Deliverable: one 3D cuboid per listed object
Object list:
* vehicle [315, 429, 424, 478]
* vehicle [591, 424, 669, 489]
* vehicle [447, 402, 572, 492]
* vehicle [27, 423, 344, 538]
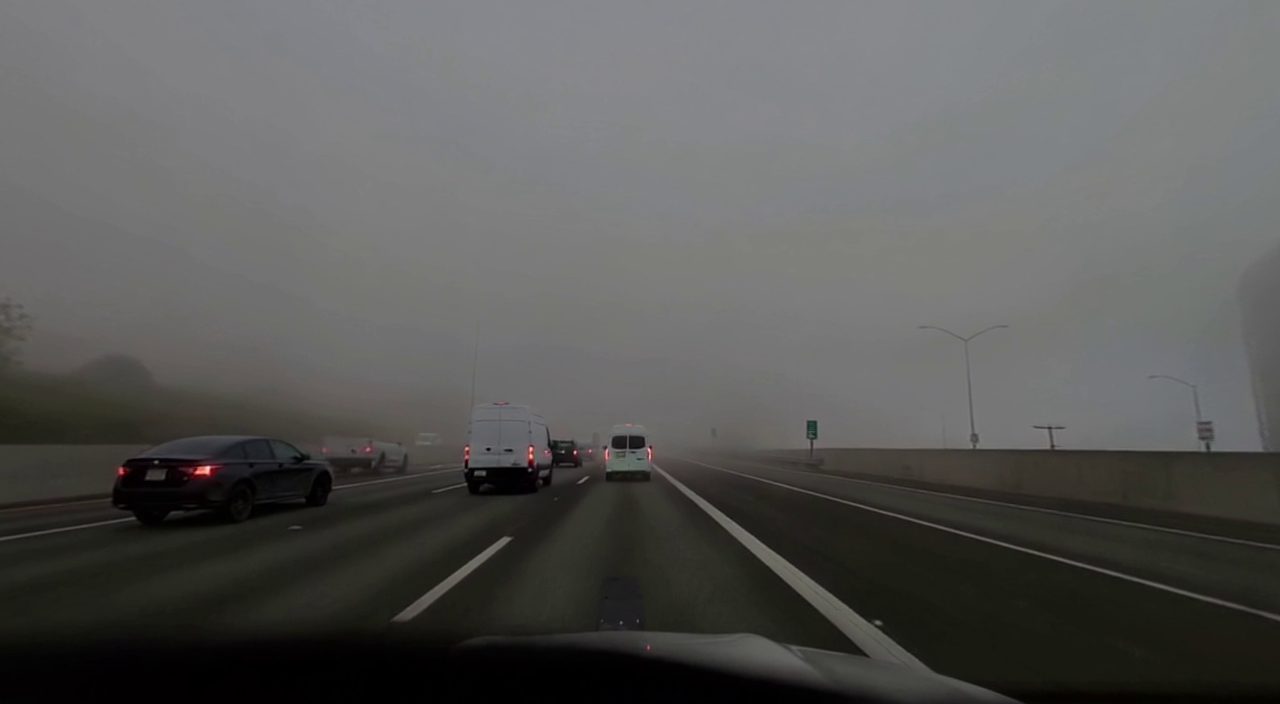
[{"bbox_3d":[-10.694,4.076,25.360,2.312,1.766,4.653,0,-9,0],"label":"vehicle"},{"bbox_3d":[-0.284,3.282,20.012,2.207,1.807,4.199,0,-9,0],"label":"vehicle"},{"bbox_3d":[-3.652,2.873,19.104,2.504,2.276,5.933,0,-9,0],"label":"vehicle"},{"bbox_3d":[-7.103,2.047,10.659,1.959,1.493,4.575,0,-9,0],"label":"vehicle"}]
